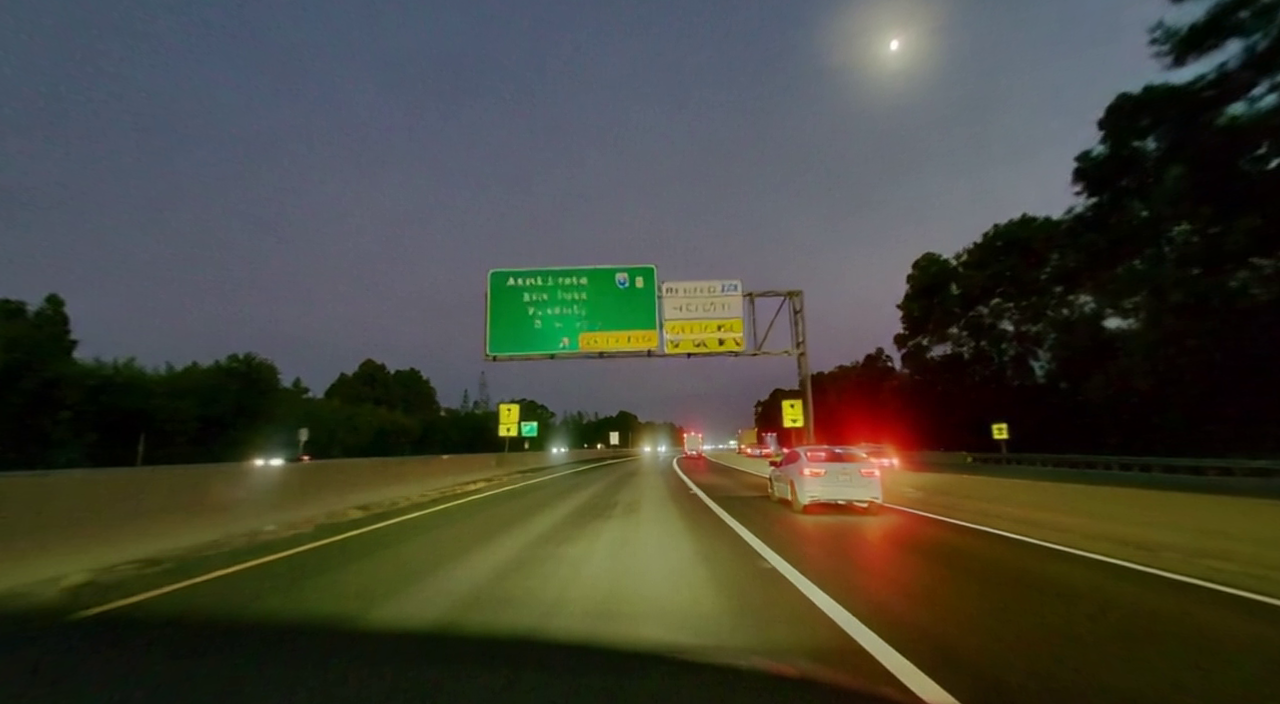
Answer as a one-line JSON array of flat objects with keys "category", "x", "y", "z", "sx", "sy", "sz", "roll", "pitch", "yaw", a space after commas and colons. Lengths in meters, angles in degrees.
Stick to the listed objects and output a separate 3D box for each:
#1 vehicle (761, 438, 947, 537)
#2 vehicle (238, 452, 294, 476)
[{"category": "vehicle", "x": 3.621, "y": 2.351, "z": 11.588, "sx": 1.938, "sy": 1.456, "sz": 4.204, "roll": 0, "pitch": -9, "yaw": 0}, {"category": "vehicle", "x": -25.468, "y": 7.591, "z": 43.016, "sx": 1.674, "sy": 1.522, "sz": 3.369, "roll": 0, "pitch": -9, "yaw": 1}]
